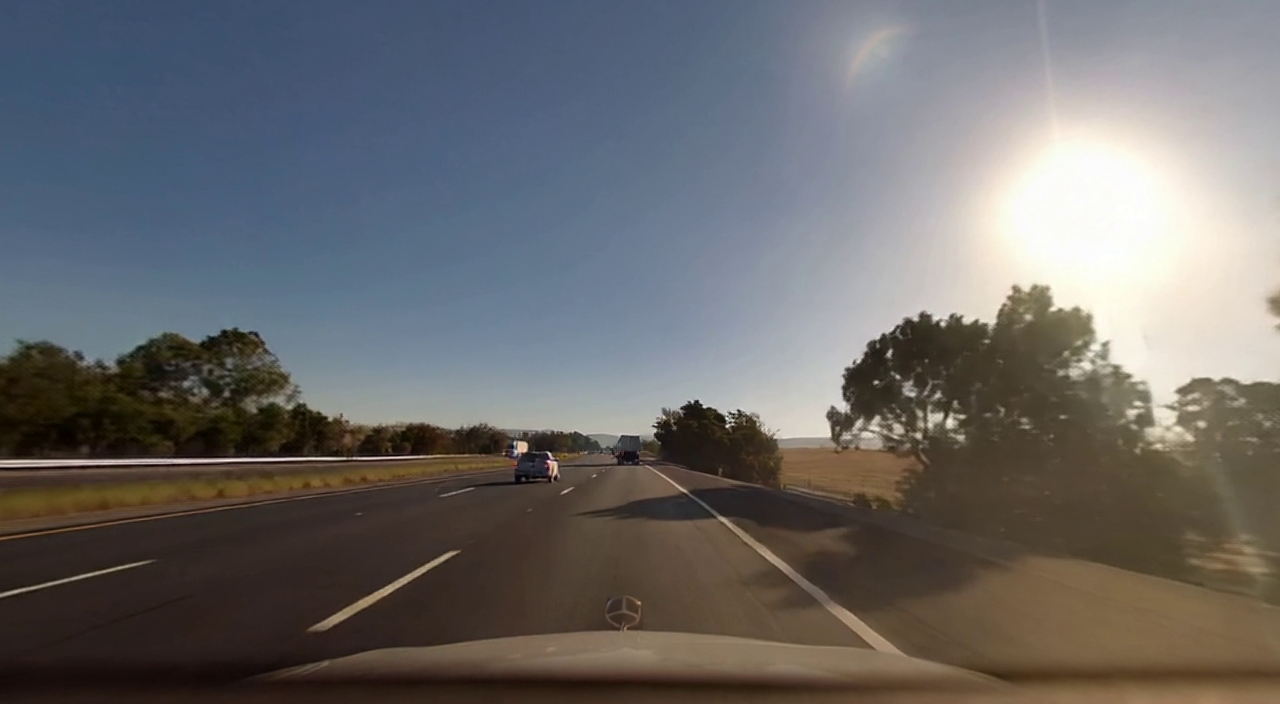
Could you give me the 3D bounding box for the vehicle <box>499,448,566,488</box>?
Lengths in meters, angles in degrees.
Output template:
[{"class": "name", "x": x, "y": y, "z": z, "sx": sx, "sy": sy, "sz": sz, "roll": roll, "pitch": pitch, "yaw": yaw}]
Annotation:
[{"class": "vehicle", "x": -4.703, "y": 5.125, "z": 28.306, "sx": 2.108, "sy": 1.573, "sz": 5.000, "roll": 0, "pitch": -9, "yaw": 0}]
